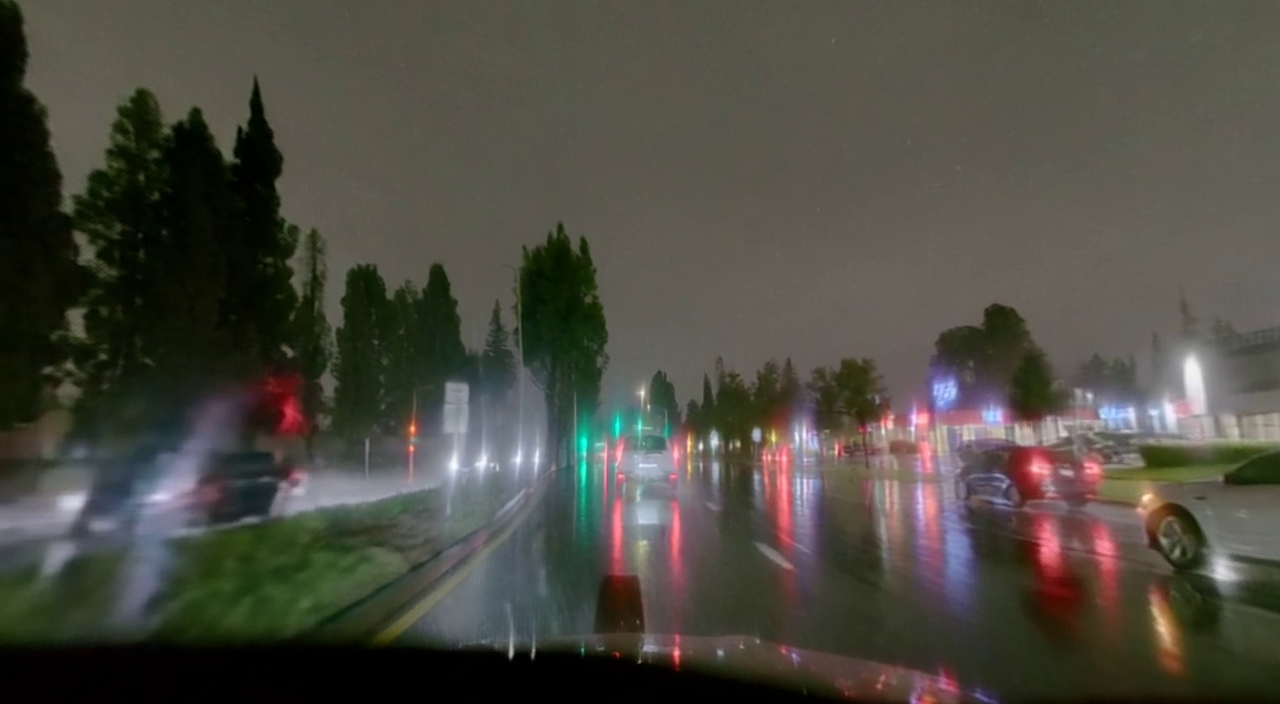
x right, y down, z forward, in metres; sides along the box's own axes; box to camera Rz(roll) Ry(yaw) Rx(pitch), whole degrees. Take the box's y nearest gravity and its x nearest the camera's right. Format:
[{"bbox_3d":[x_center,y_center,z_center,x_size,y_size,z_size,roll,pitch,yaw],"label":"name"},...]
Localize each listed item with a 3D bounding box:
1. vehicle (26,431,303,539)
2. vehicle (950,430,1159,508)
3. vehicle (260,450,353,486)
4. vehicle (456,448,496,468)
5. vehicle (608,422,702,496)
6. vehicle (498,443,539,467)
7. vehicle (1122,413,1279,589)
[{"bbox_3d":[-9.124,2.547,12.819,2.104,1.778,4.520,0,-8,-1],"label":"vehicle"},{"bbox_3d":[9.296,2.644,14.745,1.894,1.517,4.419,0,-8,1],"label":"vehicle"},{"bbox_3d":[-16.162,5.621,30.974,1.952,1.569,4.886,0,-8,-1],"label":"vehicle"},{"bbox_3d":[-12.677,8.184,49.021,1.866,1.491,4.495,0,-8,0],"label":"vehicle"},{"bbox_3d":[0.261,3.108,18.677,2.300,1.870,4.936,1,-8,-4],"label":"vehicle"},{"bbox_3d":[-8.903,7.578,46.589,2.120,1.628,4.331,0,-8,0],"label":"vehicle"},{"bbox_3d":[6.476,1.203,4.910,1.994,1.488,4.313,0,-8,-1],"label":"vehicle"}]
